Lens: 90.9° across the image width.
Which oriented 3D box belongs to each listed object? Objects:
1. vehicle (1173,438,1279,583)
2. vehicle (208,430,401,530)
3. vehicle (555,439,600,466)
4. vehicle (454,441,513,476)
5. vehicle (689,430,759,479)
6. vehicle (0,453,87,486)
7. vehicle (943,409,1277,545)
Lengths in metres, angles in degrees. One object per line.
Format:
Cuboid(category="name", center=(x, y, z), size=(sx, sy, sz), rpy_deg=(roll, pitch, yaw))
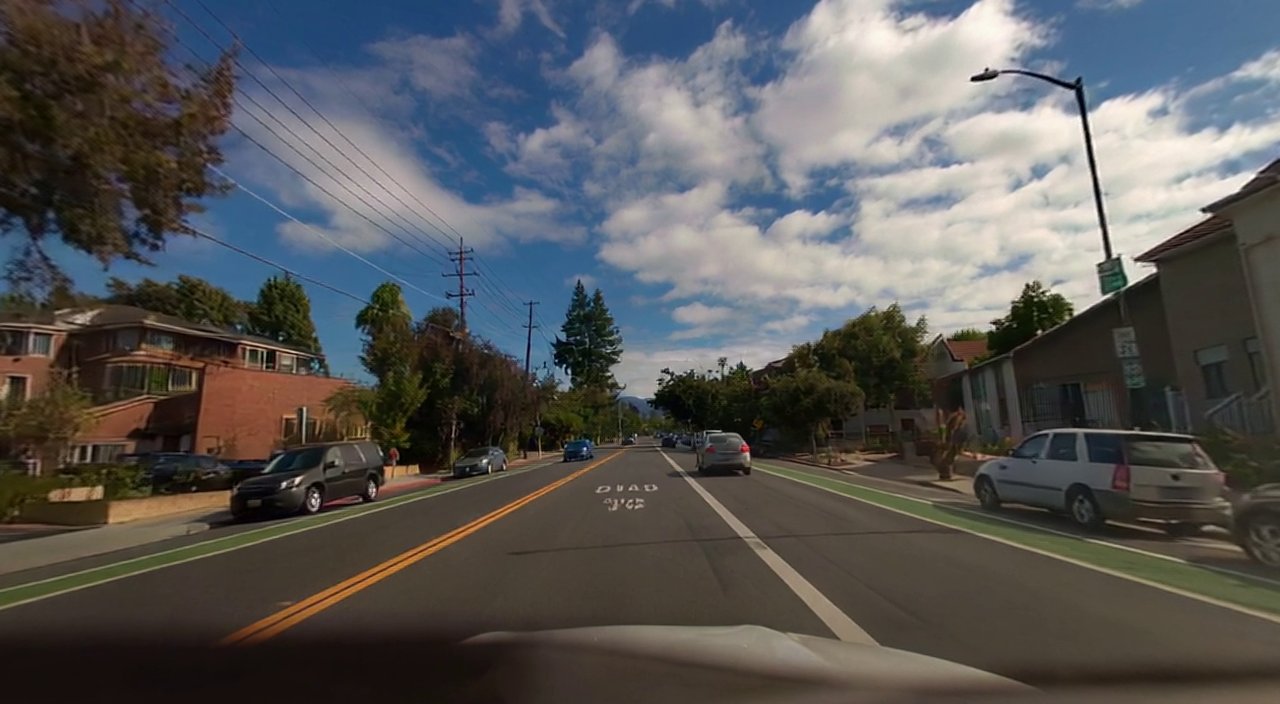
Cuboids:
Cuboid(category="vehicle", center=(7.583, 1.495, 5.508), size=(1.862, 1.492, 4.571), rpy_deg=(0, -8, 0))
Cuboid(category="vehicle", center=(-8.876, 3.331, 17.430), size=(2.419, 2.087, 5.334), rpy_deg=(-3, -6, 0))
Cuboid(category="vehicle", center=(-3.707, 6.058, 38.213), size=(2.054, 1.506, 4.325), rpy_deg=(-1, -8, 4))
Cuboid(category="vehicle", center=(-8.738, 5.968, 35.711), size=(2.228, 1.825, 4.522), rpy_deg=(0, -8, 0))
Cuboid(category="vehicle", center=(3.127, 3.946, 24.509), size=(2.004, 1.704, 4.573), rpy_deg=(0, -8, -1))
Cuboid(category="vehicle", center=(-31.855, 6.074, 32.879), size=(1.746, 1.479, 4.603), rpy_deg=(-1, -8, 2))
Cuboid(category="vehicle", center=(7.990, 2.182, 11.741), size=(2.133, 1.911, 5.455), rpy_deg=(-1, -8, 2))
